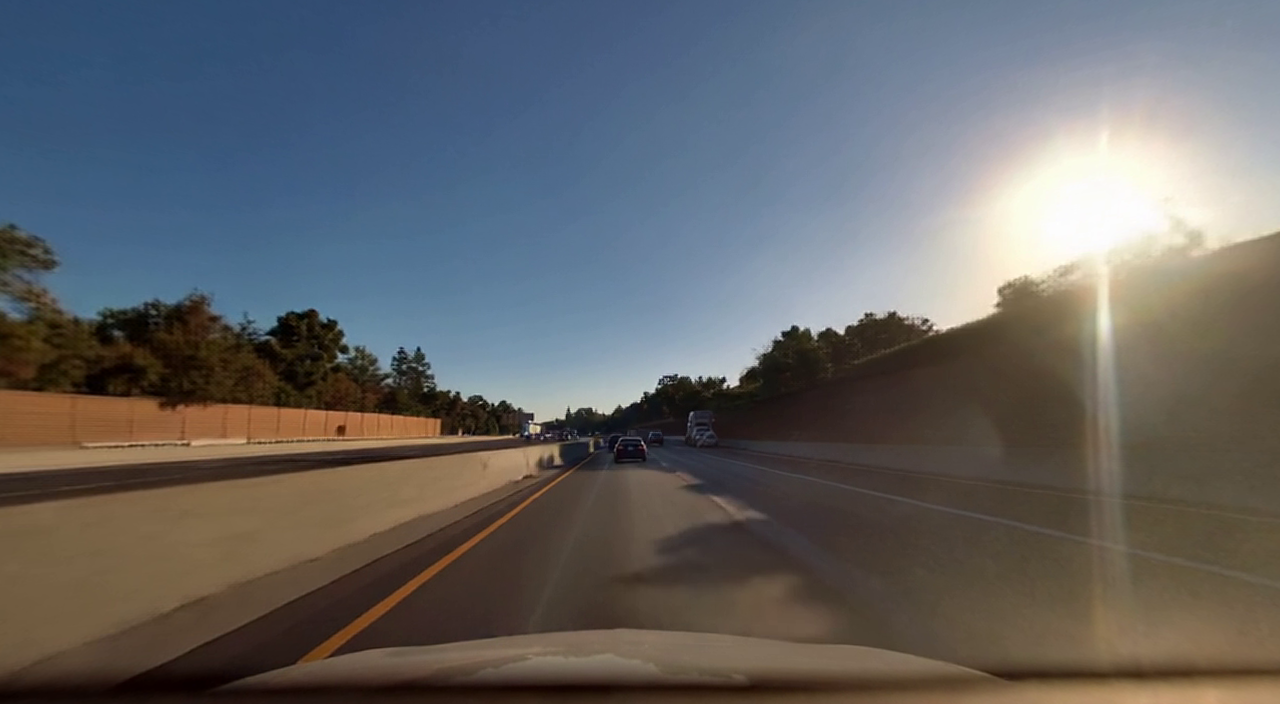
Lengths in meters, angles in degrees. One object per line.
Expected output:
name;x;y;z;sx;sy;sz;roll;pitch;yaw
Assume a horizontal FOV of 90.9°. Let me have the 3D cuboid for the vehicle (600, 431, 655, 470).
vehicle;-0.551;4.126;26.613;2.119;1.480;4.000;0;-8;-2
